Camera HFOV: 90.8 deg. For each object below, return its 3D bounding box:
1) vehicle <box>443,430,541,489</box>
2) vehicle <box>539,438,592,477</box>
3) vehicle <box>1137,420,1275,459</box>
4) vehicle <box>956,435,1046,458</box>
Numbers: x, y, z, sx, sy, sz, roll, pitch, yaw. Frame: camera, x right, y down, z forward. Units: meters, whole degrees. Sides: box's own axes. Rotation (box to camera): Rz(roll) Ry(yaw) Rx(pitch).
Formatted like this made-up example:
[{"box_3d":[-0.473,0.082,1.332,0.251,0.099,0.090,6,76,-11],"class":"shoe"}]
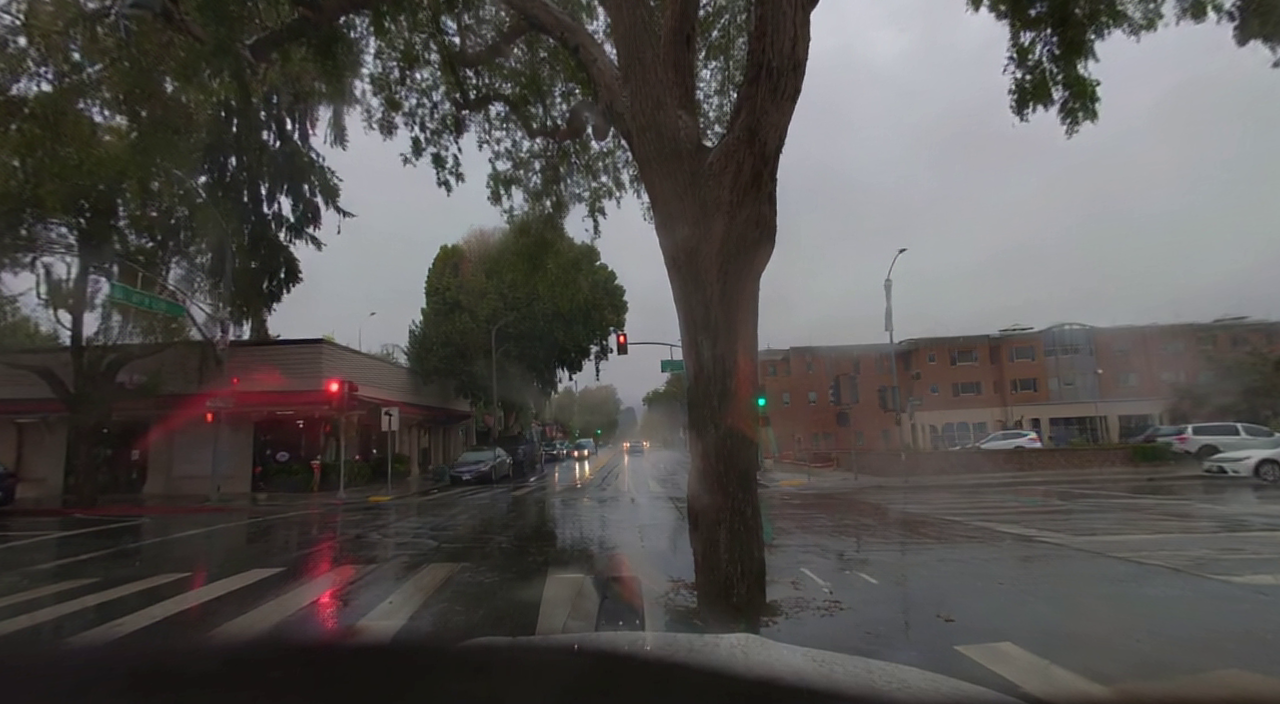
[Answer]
[{"box_3d":[-6.496,4.837,28.976,2.896,2.339,7.322,0,-9,-1],"class":"vehicle"},{"box_3d":[-3.643,5.279,31.905,2.120,1.783,4.788,0,-9,-1],"class":"vehicle"},{"box_3d":[33.269,5.159,37.238,5.969,2.149,2.331,0,-9,-3],"class":"vehicle"},{"box_3d":[24.994,6.551,43.838,5.172,1.515,1.851,0,-9,-2],"class":"vehicle"}]
